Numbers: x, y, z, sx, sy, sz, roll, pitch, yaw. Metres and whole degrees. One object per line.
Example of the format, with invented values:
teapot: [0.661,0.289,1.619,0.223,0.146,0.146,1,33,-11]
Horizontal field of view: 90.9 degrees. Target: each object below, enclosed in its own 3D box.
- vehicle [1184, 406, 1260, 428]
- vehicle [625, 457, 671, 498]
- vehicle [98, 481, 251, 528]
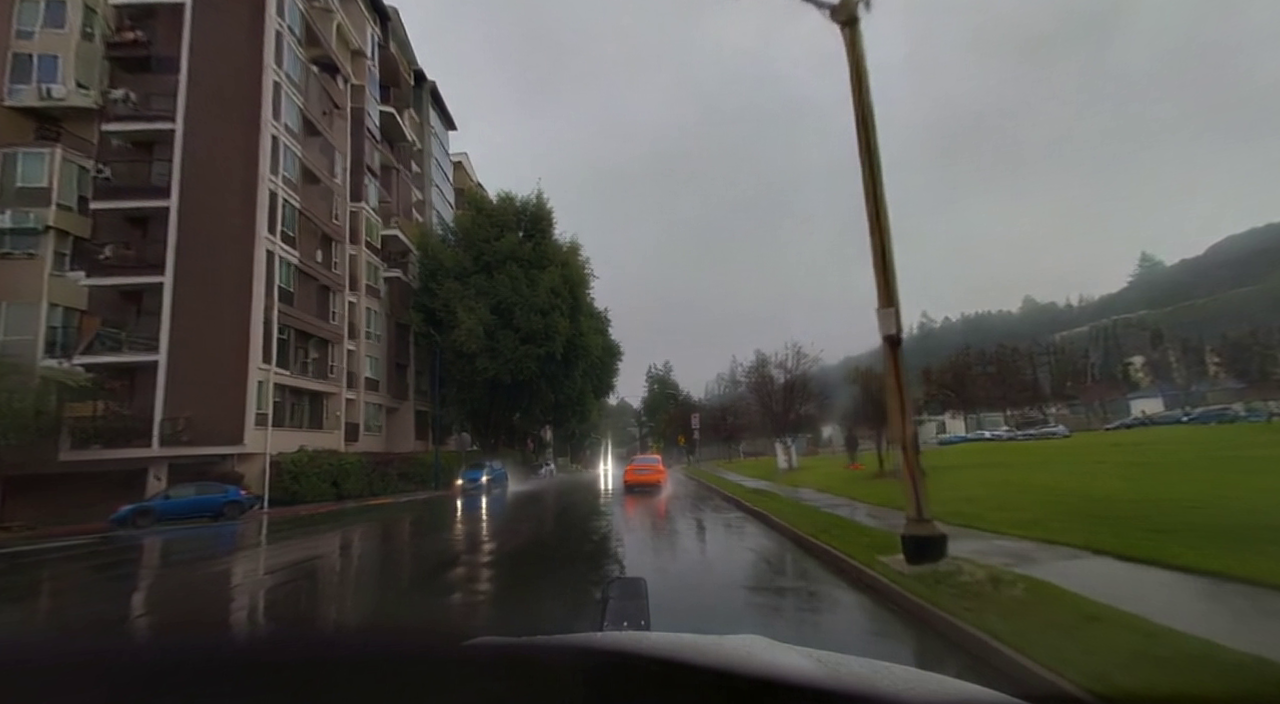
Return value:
vehicle: [44.942,5.058,48.698,4.615,1.596,2.002,2,-9,-15]
vehicle: [0.320,4.533,23.024,1.559,1.351,2.452,-1,-9,2]
vehicle: [-18.772,6.110,25.574,2.116,1.409,4.607,-9,-12,43]
